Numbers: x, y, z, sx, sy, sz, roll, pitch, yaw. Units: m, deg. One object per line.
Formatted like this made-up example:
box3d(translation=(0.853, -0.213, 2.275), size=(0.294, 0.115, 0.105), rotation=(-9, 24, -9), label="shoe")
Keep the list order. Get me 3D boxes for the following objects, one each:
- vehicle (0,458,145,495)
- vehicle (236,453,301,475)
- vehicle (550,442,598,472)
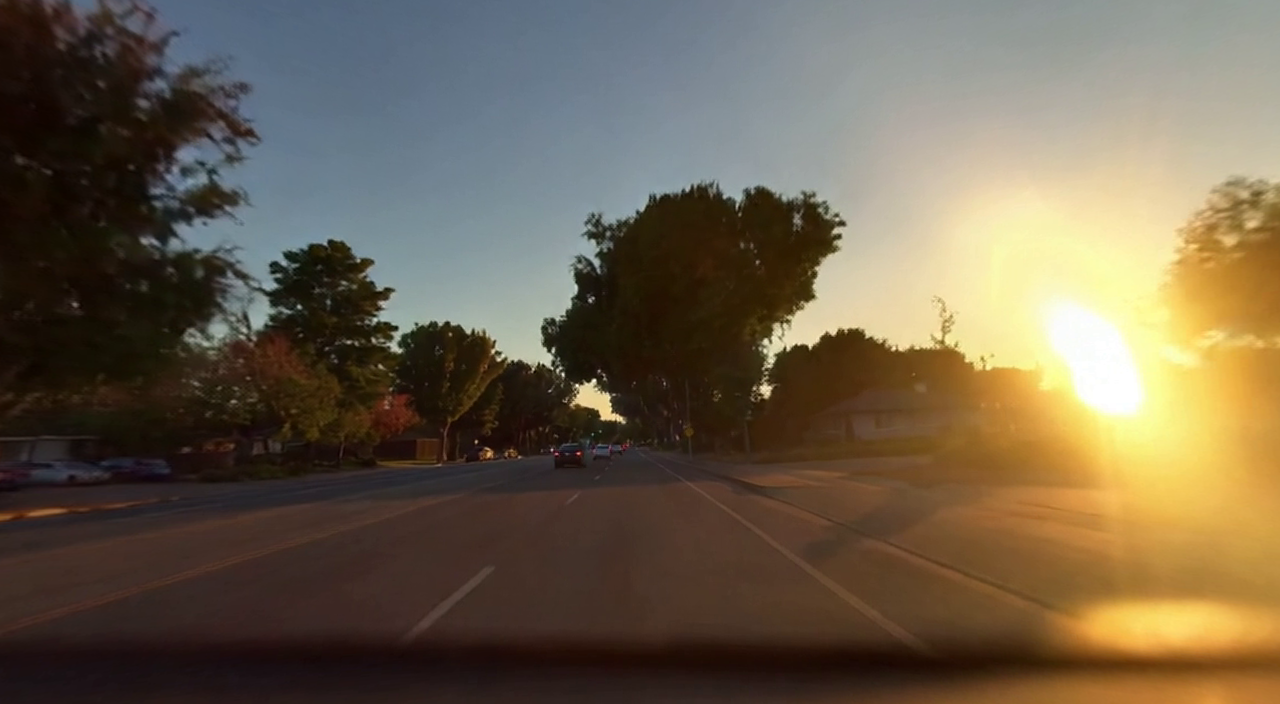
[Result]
box3d(translation=(-23.801, 5.192, 26.509), size=(4.235, 1.456, 2.171), rotation=(0, -9, 1), label="vehicle")
box3d(translation=(-28.759, 8.685, 49.003), size=(3.814, 1.512, 1.948), rotation=(1, -8, 2), label="vehicle")
box3d(translation=(-3.385, 5.463, 33.171), size=(2.030, 1.467, 4.251), rotation=(0, -9, 0), label="vehicle")
